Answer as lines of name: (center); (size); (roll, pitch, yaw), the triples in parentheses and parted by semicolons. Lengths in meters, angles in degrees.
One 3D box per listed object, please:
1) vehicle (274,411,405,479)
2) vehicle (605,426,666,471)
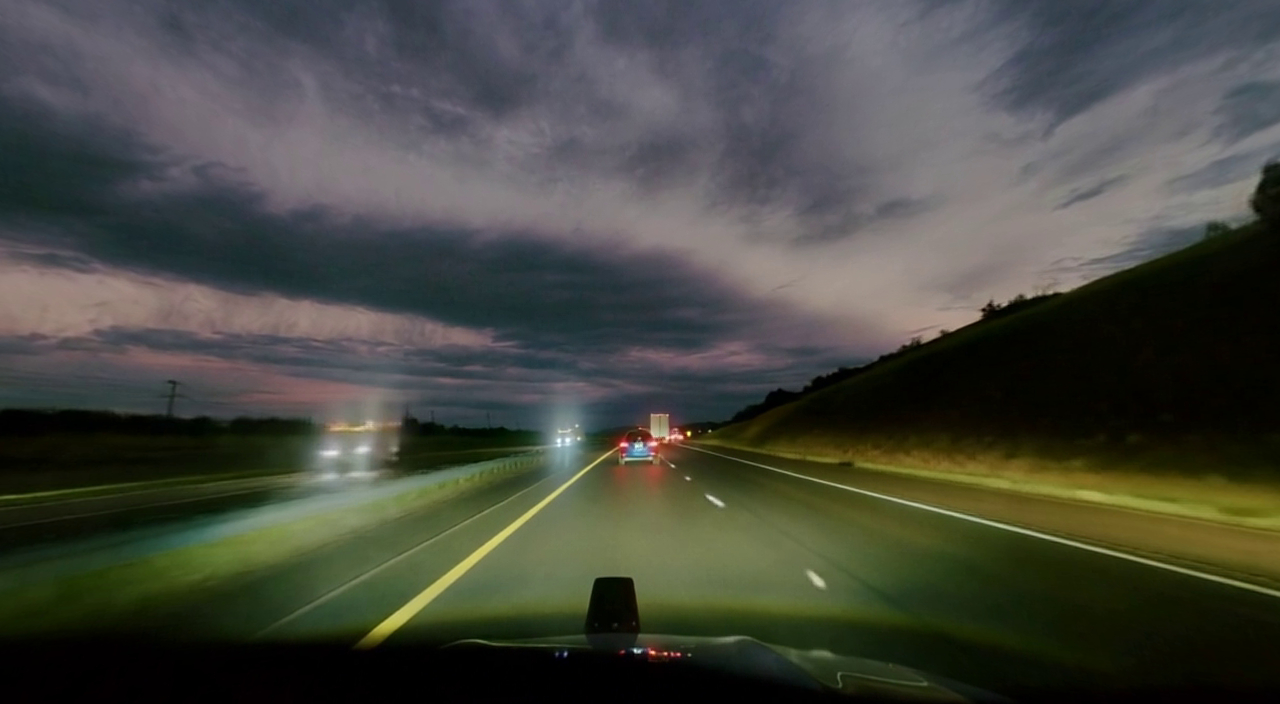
vehicle: (-12.404, 3.895, 26.660); (2.566, 2.551, 6.084); (0, -8, -1)
vehicle: (-0.194, 3.826, 25.089); (2.216, 1.623, 4.220); (0, -8, -1)
